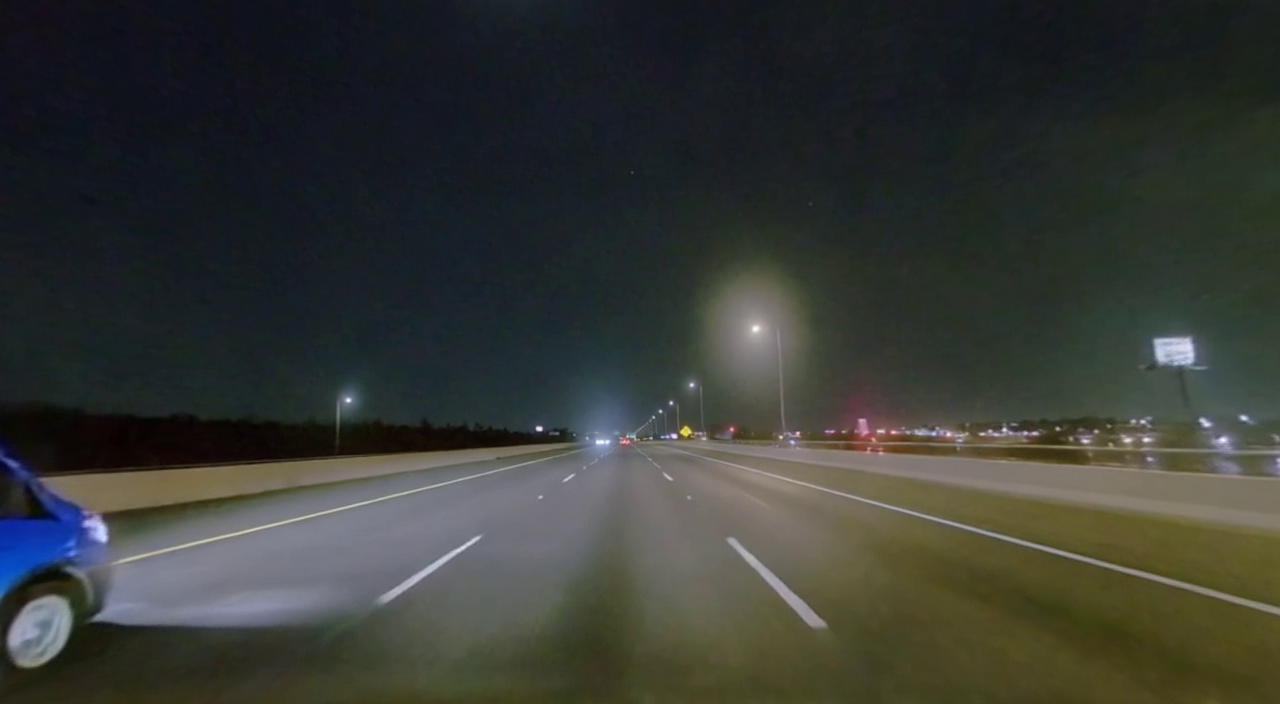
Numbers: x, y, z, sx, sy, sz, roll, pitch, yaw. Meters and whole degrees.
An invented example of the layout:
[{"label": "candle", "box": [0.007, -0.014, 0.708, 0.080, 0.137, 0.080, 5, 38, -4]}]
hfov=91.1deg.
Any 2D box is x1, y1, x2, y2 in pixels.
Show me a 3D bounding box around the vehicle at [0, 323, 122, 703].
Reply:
[{"label": "vehicle", "box": [-4.155, 0.556, 1.300, 2.104, 1.860, 4.853, 0, -8, -2]}]
